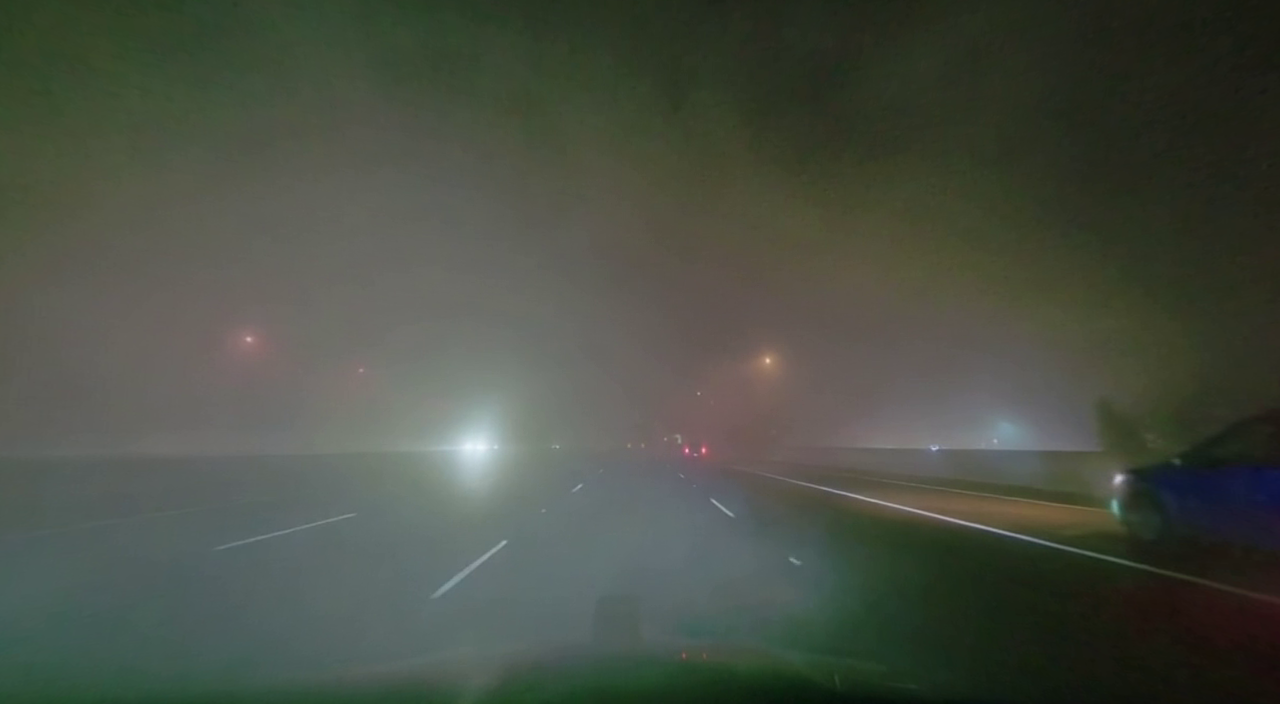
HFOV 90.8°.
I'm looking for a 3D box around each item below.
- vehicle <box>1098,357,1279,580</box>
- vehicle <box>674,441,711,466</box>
[{"bbox_3d":[6.693,0.999,5.369,2.065,1.953,4.605,0,-8,0],"label":"vehicle"},{"bbox_3d":[3.378,6.555,41.141,2.000,1.533,3.770,0,-8,-1],"label":"vehicle"}]
